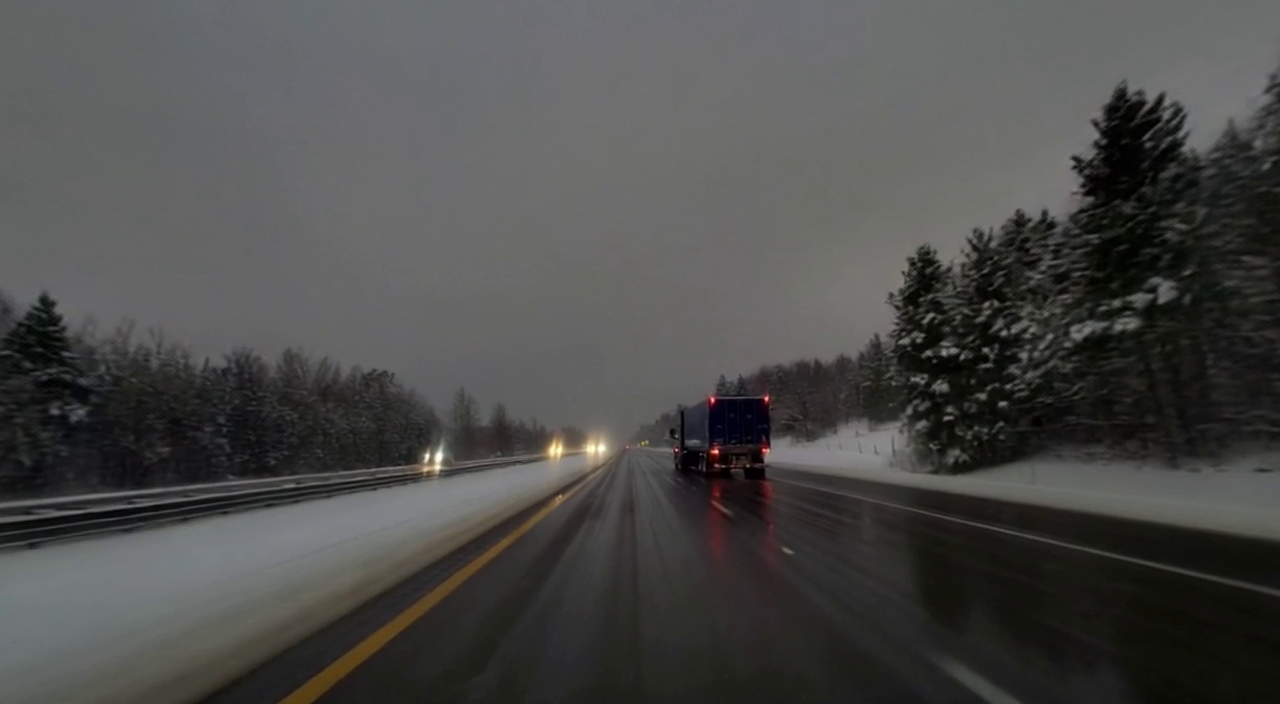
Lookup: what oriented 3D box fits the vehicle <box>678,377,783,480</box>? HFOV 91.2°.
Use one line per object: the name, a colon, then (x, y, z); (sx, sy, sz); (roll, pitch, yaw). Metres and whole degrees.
vehicle: (3.882, 3.989, 31.138); (2.922, 3.905, 14.151); (0, -9, -1)
